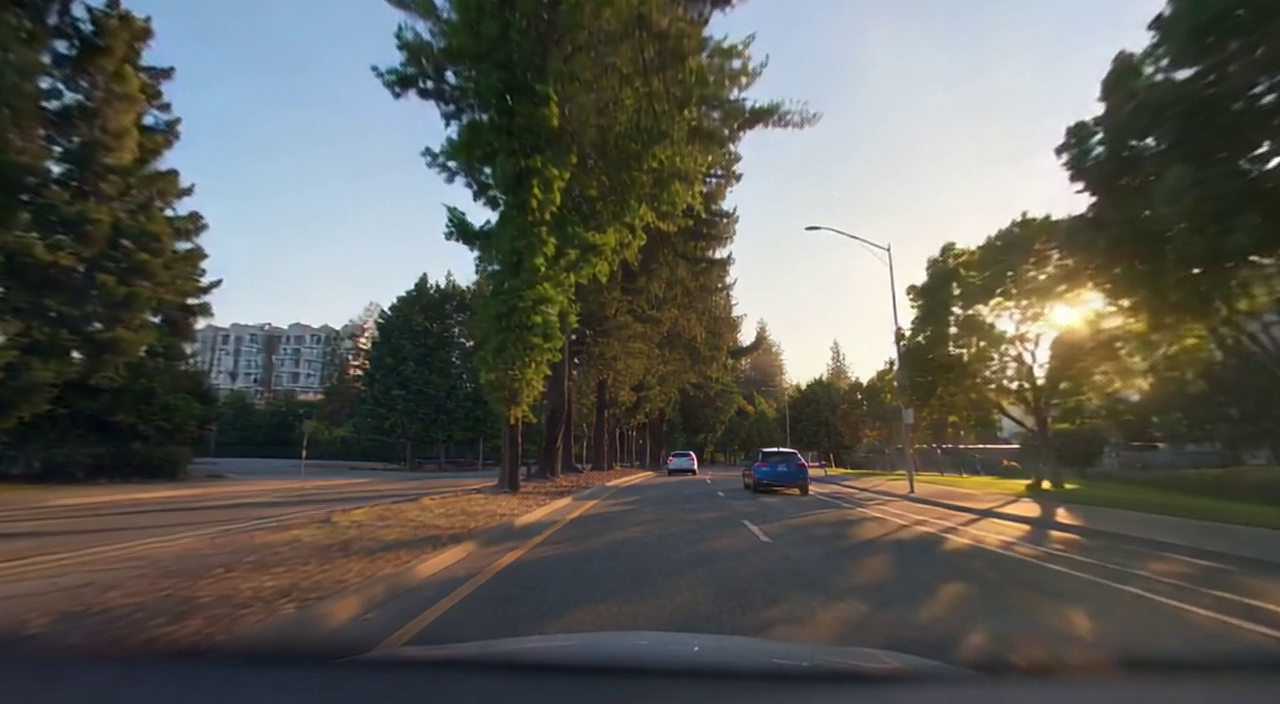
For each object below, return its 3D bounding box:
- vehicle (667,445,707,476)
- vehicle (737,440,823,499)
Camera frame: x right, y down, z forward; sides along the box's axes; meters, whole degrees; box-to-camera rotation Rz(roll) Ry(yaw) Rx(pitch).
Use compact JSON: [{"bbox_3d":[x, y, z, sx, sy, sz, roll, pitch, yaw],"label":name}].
[{"bbox_3d":[3.072,6.910,40.436,2.251,1.822,4.391,-1,-8,8],"label":"vehicle"},{"bbox_3d":[4.337,3.673,20.133,1.971,1.663,4.287,0,-8,3],"label":"vehicle"}]
